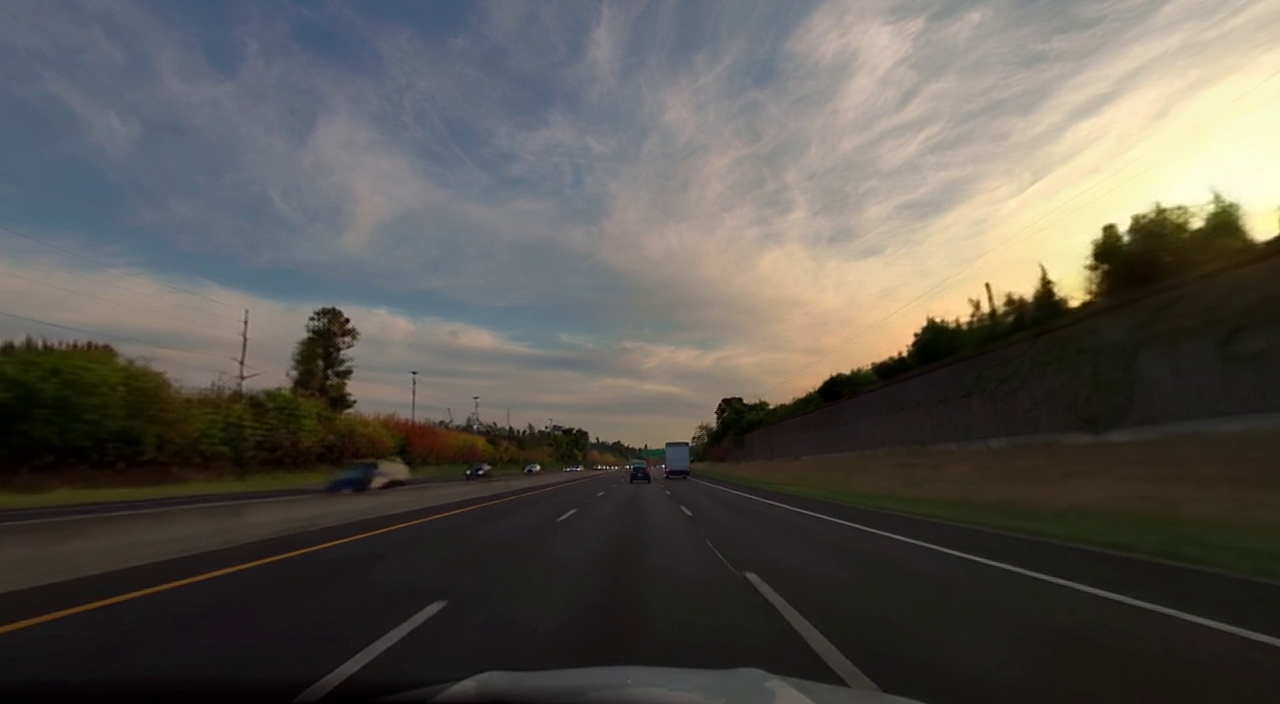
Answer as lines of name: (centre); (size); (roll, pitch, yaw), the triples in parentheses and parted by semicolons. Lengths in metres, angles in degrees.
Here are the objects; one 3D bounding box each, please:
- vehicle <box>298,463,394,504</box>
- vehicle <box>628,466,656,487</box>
vehicle: (-11.748, 5.282, 25.483); (1.857, 1.468, 4.119); (1, -10, 0)
vehicle: (0.151, 9.414, 47.761); (2.015, 1.478, 3.920); (1, -10, 0)
